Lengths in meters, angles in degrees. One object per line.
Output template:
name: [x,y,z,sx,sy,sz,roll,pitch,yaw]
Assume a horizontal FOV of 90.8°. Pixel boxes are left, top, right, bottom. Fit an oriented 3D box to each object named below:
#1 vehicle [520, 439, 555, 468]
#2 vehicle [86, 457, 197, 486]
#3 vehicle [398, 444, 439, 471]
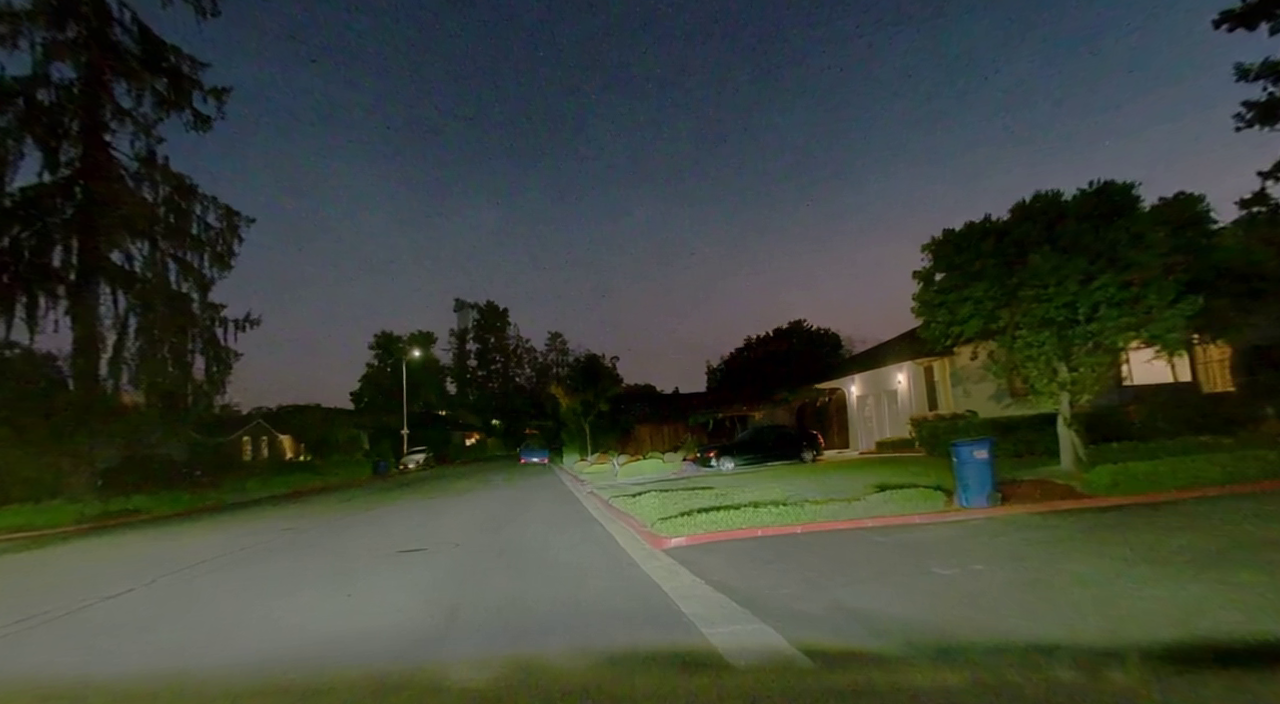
vehicle: [-6.550,6.398,39.967,2.005,1.553,3.984,-3,-8,-12]
vehicle: [-27.648,6.608,35.163,4.404,1.495,1.844,1,-9,-9]
vehicle: [-16.794,7.988,48.073,2.208,1.834,4.675,-3,-8,-11]
